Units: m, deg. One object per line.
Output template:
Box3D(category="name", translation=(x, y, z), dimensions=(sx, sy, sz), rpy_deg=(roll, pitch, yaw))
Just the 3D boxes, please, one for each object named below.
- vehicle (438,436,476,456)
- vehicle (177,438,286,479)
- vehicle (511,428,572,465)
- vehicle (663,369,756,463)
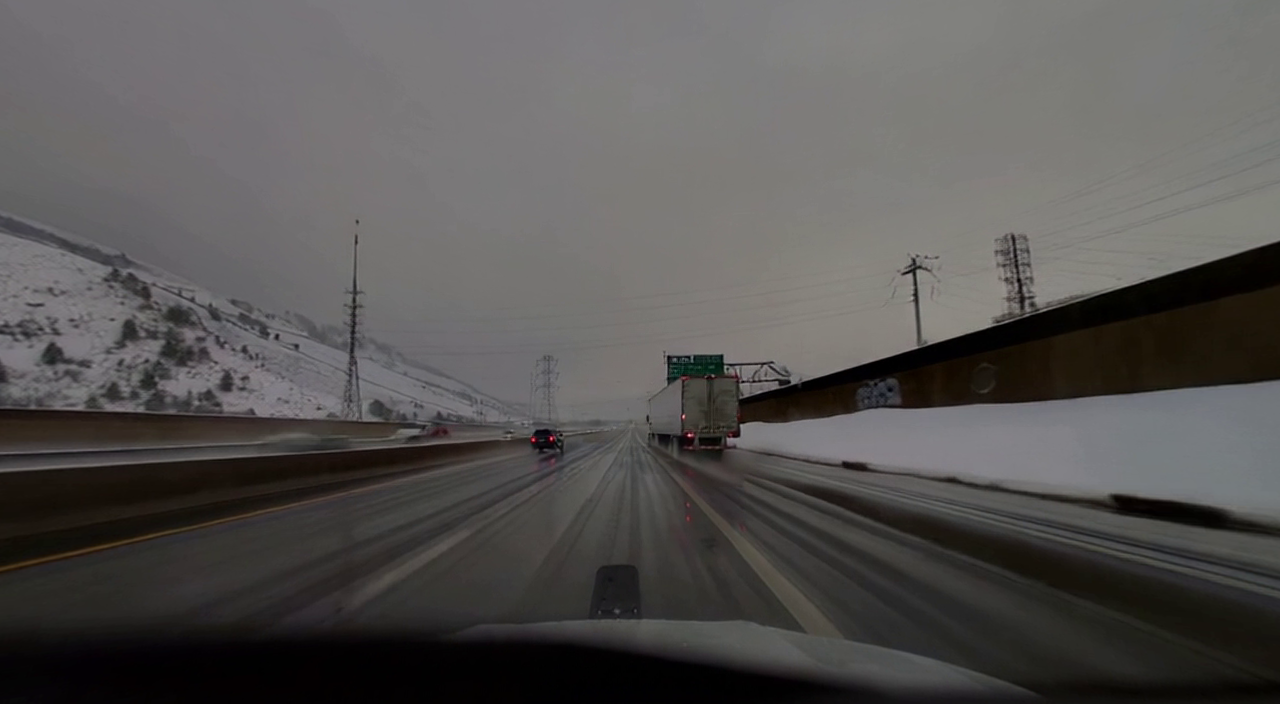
Box3D(category="vehicle", translation=(-12.097, 6.214, 41.827), dimensions=(1.590, 1.306, 3.344), rpy_deg=(0, -8, -1))
Box3D(category="vehicle", translation=(-15.860, 4.119, 24.735), dimensions=(1.716, 1.396, 3.946), rpy_deg=(0, -7, -2))
Box3D(category="vehicle", translation=(-4.246, 4.153, 27.875), dimensions=(1.965, 1.486, 4.448), rpy_deg=(0, -8, 0))
Box3D(category="vehicle", translation=(3.075, 3.363, 31.525), dimensions=(3.060, 3.842, 11.095), rpy_deg=(0, -8, -2))
